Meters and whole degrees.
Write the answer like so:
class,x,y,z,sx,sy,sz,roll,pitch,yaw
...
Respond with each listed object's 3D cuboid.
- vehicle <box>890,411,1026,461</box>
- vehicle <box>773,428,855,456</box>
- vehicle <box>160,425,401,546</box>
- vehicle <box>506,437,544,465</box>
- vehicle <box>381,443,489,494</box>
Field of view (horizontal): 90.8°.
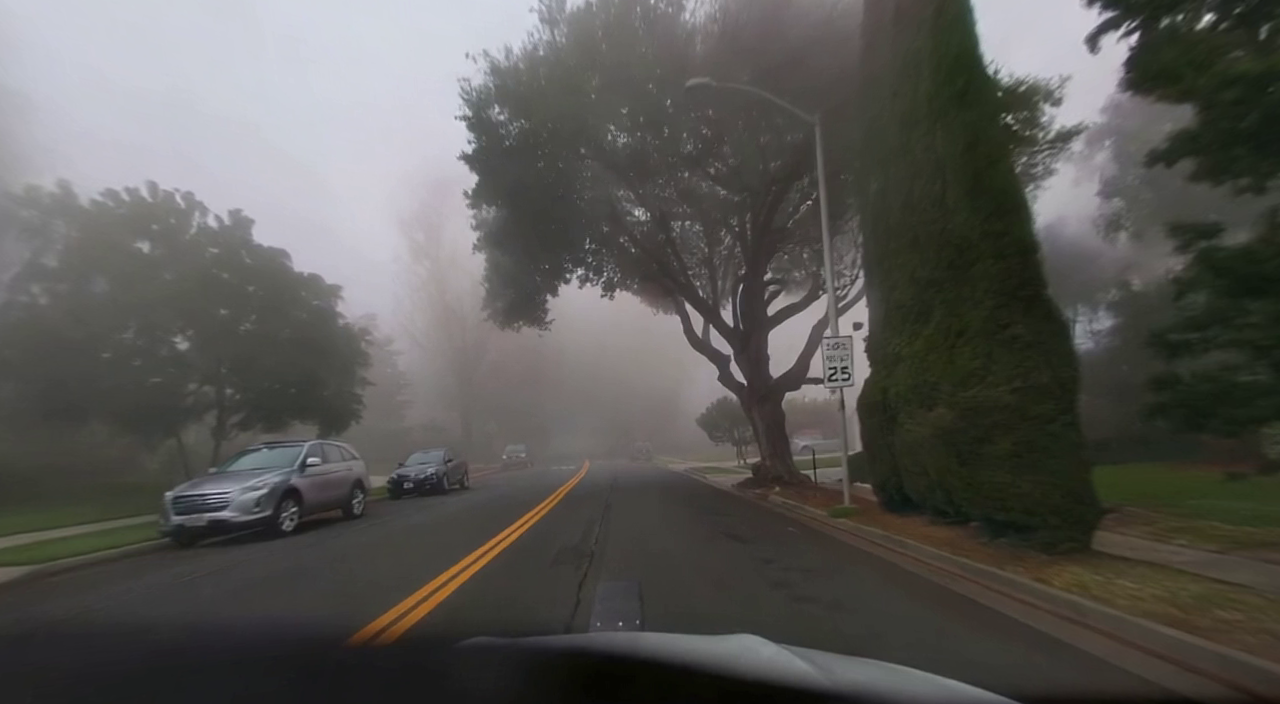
class,x,y,z,sx,sy,sz,roll,pitch,yaw
vehicle,12.705,3.394,25.441,4.392,1.944,1.917,0,-8,-1
vehicle,11.863,6.154,43.324,4.938,1.830,2.024,0,-8,-2
vehicle,-6.556,2.489,12.358,2.051,1.761,4.698,-3,-9,-1
vehicle,-8.226,7.133,45.559,2.102,1.801,5.574,-1,-9,-5
vehicle,-6.693,3.854,21.357,2.004,1.400,5.505,-2,-9,-2
